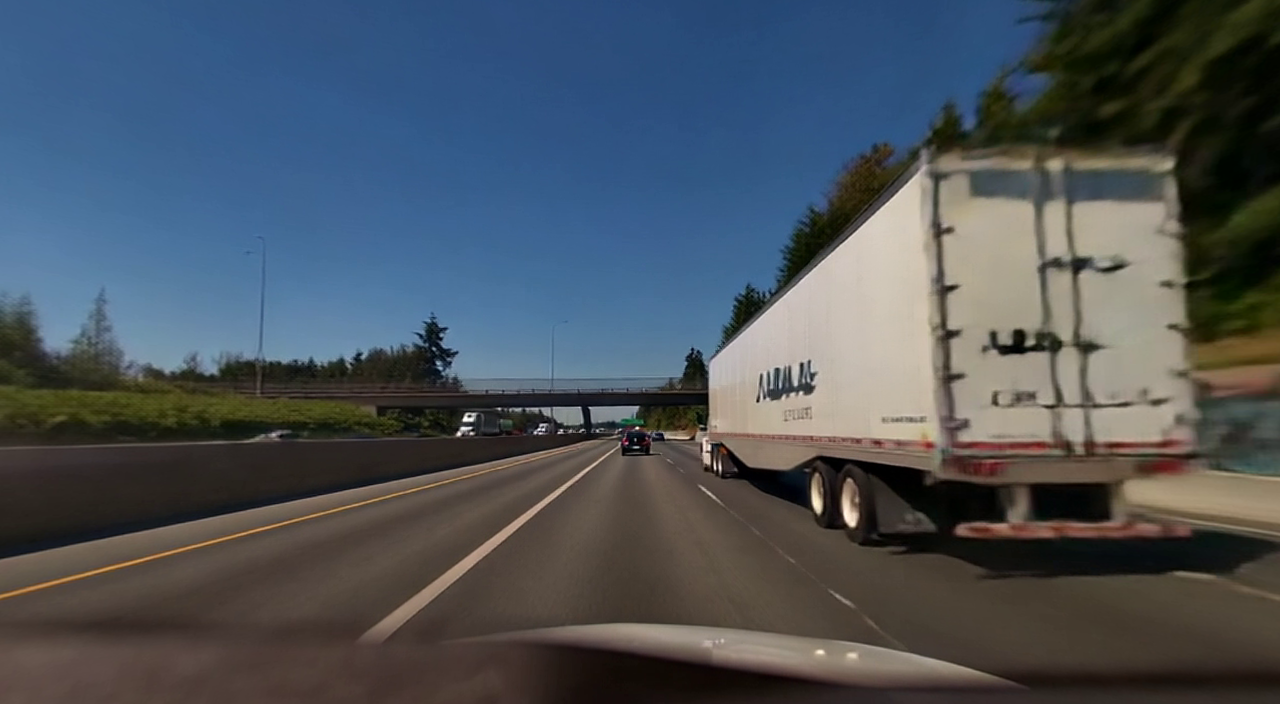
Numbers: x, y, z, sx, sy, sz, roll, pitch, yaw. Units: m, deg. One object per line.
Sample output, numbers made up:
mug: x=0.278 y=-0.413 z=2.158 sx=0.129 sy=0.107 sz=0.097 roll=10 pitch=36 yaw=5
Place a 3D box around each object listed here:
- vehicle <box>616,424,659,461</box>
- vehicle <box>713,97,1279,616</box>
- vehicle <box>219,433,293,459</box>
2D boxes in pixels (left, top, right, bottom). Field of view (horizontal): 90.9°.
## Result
vehicle: x=-0.182 y=5.078 z=35.508 sx=2.277 sy=1.913 sz=4.510 roll=0 pitch=-8 yaw=-1
vehicle: x=3.873 y=0.862 z=11.858 sx=2.987 sy=4.021 sz=14.105 roll=0 pitch=-8 yaw=-1
vehicle: x=-22.700 y=5.555 z=37.468 sx=1.758 sy=1.455 sz=4.298 roll=0 pitch=-8 yaw=-1
